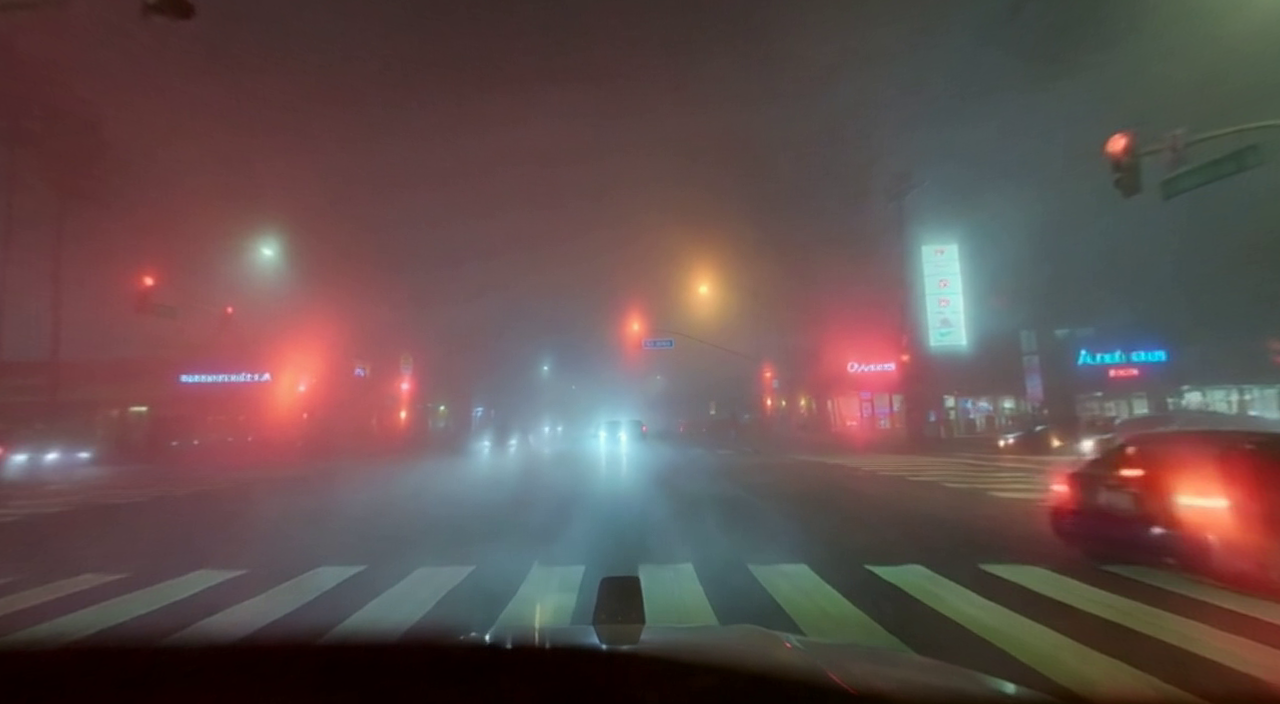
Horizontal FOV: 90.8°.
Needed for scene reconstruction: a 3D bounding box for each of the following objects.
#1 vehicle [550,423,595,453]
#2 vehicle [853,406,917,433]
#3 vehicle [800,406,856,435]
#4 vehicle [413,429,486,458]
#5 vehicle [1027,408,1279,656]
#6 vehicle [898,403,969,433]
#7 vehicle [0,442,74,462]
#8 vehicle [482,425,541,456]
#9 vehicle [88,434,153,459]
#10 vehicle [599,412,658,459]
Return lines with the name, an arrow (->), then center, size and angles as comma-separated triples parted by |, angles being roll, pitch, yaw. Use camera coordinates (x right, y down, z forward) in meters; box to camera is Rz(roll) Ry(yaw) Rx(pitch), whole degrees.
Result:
vehicle -> -3.646, 4.754, 34.843 | 1.921, 1.491, 4.332 | -1, -8, 1
vehicle -> 14.058, 3.944, 36.516 | 1.797, 1.443, 4.451 | -1, -7, -1
vehicle -> 11.353, 4.195, 38.547 | 1.899, 1.550, 4.531 | -1, -7, -2
vehicle -> -10.271, 5.003, 34.489 | 2.002, 1.470, 4.388 | -2, -8, 11
vehicle -> 4.868, 1.155, 4.417 | 1.963, 1.449, 4.653 | -2, -8, 9
vehicle -> 16.597, 3.807, 35.993 | 1.850, 1.509, 4.297 | 0, -9, -1
vehicle -> -43.091, 7.159, 45.204 | 1.573, 1.372, 3.435 | -7, -11, 29
vehicle -> -6.601, 4.623, 32.975 | 2.032, 1.508, 4.661 | -1, -8, 1
vehicle -> -40.671, 7.388, 49.481 | 1.615, 1.455, 3.501 | -7, -4, 26
vehicle -> -0.498, 3.523, 26.554 | 2.264, 1.798, 4.531 | 0, -8, -1
